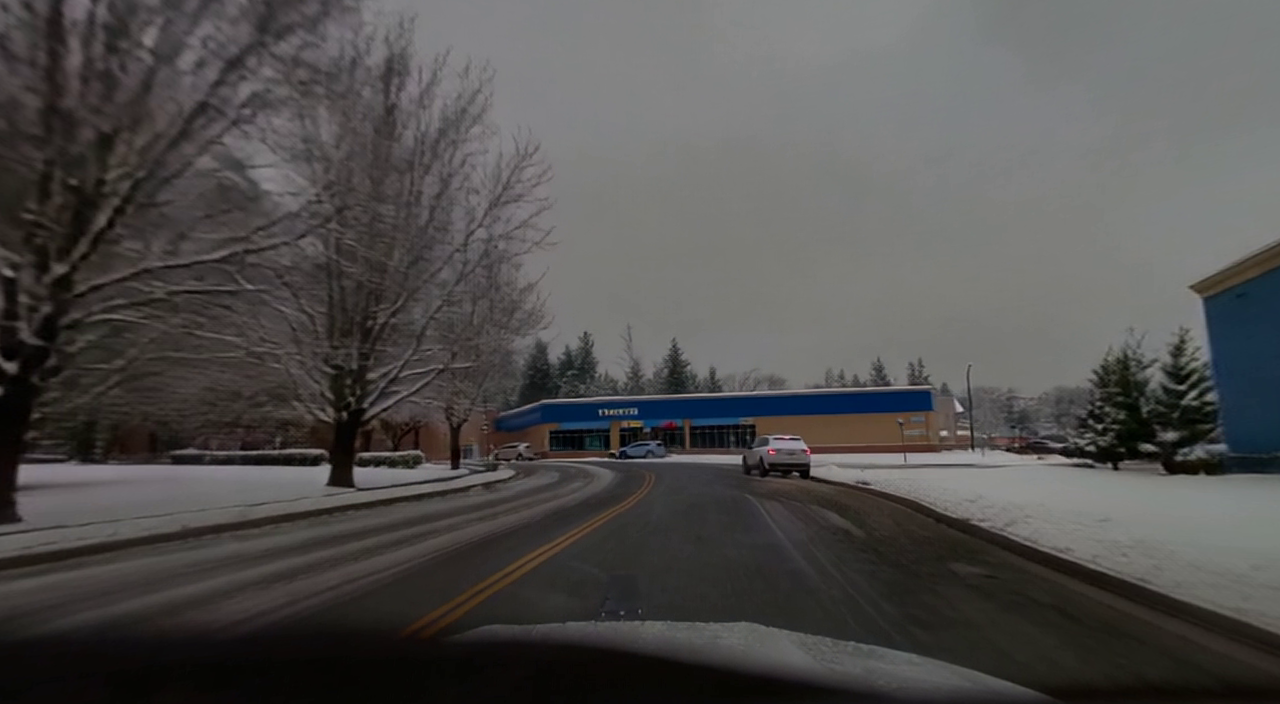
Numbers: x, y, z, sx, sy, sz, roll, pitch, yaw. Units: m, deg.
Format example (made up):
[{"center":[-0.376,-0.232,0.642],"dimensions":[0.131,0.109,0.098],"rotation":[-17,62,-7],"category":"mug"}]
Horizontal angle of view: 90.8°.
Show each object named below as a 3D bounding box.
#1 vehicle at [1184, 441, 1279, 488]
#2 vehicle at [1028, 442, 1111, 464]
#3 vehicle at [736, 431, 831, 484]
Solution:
[{"center":[23.561,4.371,24.901],"dimensions":[4.545,1.640,1.866],"rotation":[5,-10,-33],"category":"vehicle"},{"center":[32.732,7.664,48.239],"dimensions":[1.815,1.574,4.800],"rotation":[5,-10,-32],"category":"vehicle"},{"center":[5.223,3.943,23.892],"dimensions":[2.292,1.767,5.128],"rotation":[0,-8,-1],"category":"vehicle"}]
